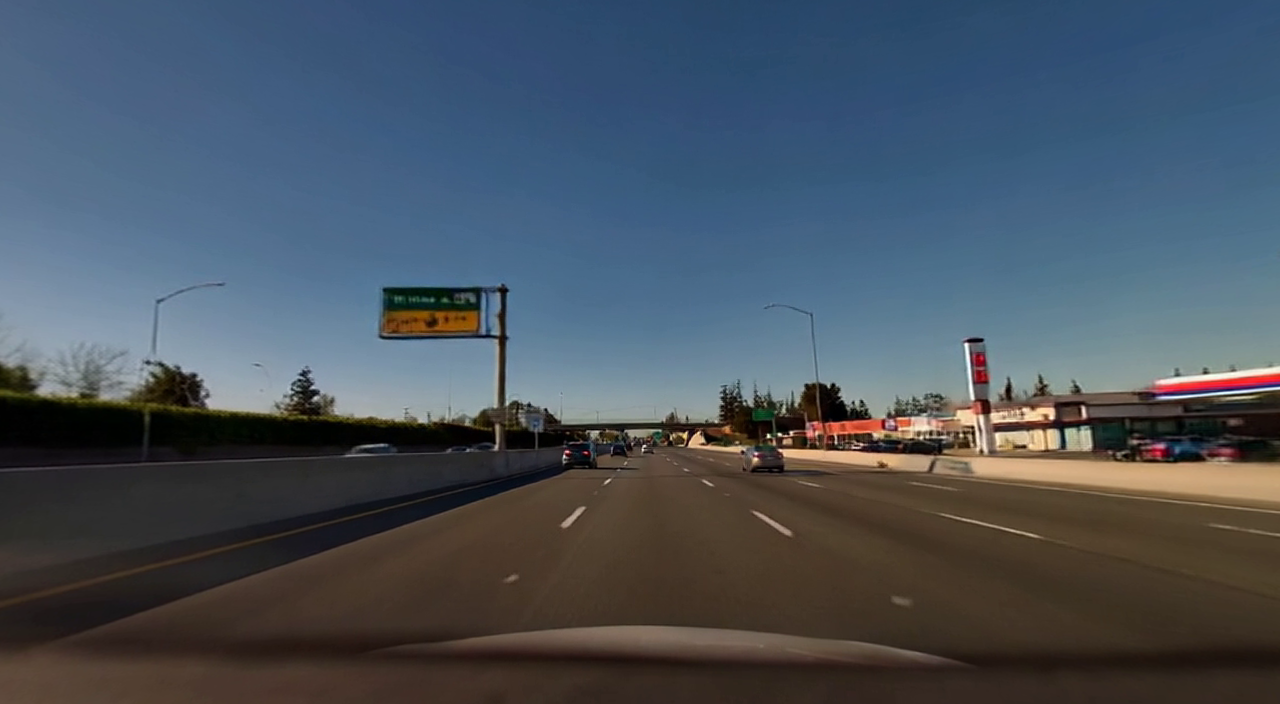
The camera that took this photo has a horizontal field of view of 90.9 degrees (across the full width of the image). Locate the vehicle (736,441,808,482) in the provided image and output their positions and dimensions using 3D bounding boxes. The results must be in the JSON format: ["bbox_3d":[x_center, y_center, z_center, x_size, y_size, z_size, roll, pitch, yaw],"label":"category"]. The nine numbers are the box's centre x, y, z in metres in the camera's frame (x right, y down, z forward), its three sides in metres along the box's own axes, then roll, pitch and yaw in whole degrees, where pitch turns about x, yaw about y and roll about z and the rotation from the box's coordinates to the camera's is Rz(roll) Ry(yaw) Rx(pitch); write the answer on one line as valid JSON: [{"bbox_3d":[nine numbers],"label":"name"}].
[{"bbox_3d":[5.161,4.318,25.305,1.909,1.467,4.940,0,-8,1],"label":"vehicle"}]

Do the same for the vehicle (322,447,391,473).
[{"bbox_3d":[-17.288,6.575,38.713,2.005,1.493,4.780,0,-8,0],"label":"vehicle"}]

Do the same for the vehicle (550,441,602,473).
[{"bbox_3d":[-3.167,5.290,32.074,2.114,1.510,4.186,0,-8,1],"label":"vehicle"}]
